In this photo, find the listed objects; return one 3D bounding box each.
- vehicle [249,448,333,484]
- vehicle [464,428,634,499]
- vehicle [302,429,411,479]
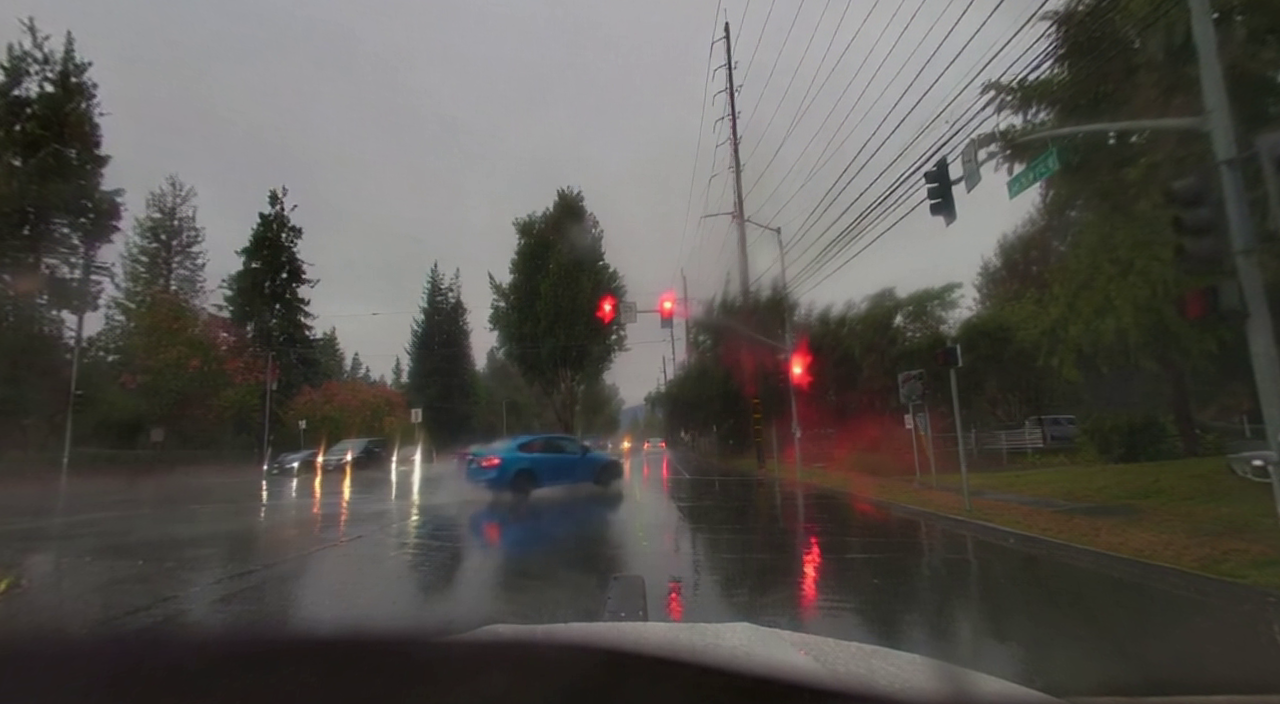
[{"bbox_3d":[-17.090,5.590,31.005,1.942,1.477,3.957,-4,-9,-1],"label":"vehicle"},{"bbox_3d":[-2.336,3.021,17.383,2.051,1.666,4.607,-6,-10,34],"label":"vehicle"},{"bbox_3d":[-13.117,4.766,29.630,2.350,2.104,5.828,0,-8,1],"label":"vehicle"}]
